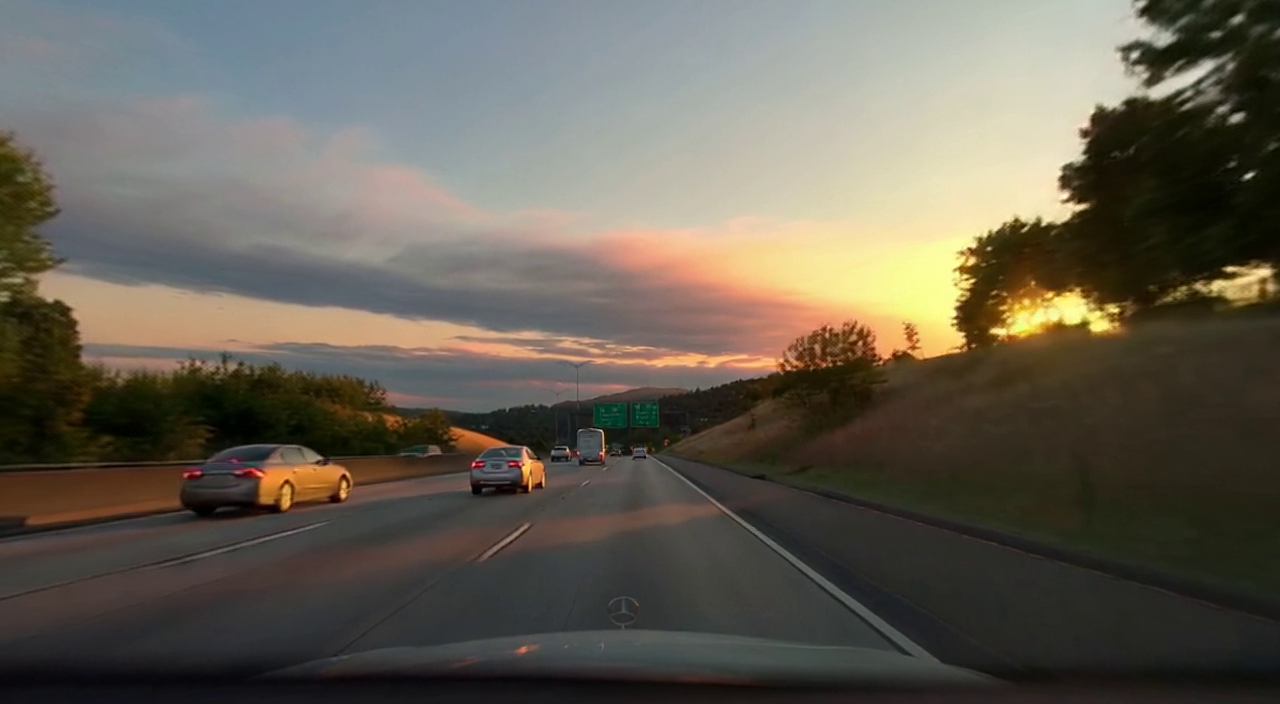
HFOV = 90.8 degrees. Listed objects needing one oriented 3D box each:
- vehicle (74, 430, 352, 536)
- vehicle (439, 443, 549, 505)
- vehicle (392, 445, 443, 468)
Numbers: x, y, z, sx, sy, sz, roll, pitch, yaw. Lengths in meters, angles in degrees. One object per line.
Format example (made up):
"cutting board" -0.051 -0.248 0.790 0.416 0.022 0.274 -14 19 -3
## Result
"vehicle" -7.352 2.289 11.571 2.091 1.558 4.220 0 -9 0
"vehicle" -3.684 3.151 16.684 1.924 1.436 3.915 0 -9 1
"vehicle" -15.670 7.402 44.657 1.846 1.513 4.632 0 -9 0
